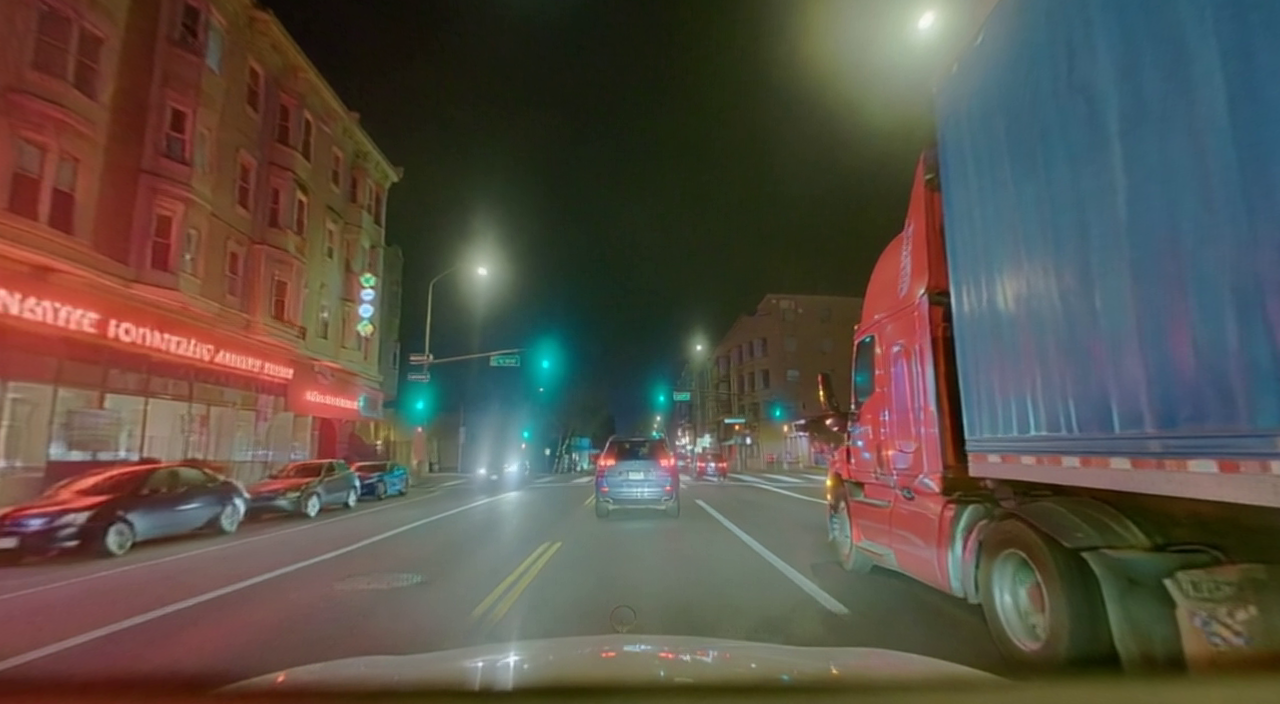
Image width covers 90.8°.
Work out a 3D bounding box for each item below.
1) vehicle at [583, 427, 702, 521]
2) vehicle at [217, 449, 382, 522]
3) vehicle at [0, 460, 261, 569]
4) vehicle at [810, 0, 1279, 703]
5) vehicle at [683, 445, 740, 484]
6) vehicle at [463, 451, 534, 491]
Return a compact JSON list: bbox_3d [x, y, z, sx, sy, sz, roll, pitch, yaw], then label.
[{"bbox_3d":[0.102,2.710,14.593,2.283,1.783,4.548,-1,-8,1],"label":"vehicle"},{"bbox_3d":[-8.940,3.488,17.146,2.084,1.686,4.422,0,-8,-1],"label":"vehicle"},{"bbox_3d":[-8.800,2.648,11.034,1.805,1.379,4.359,0,-8,-2],"label":"vehicle"},{"bbox_3d":[3.289,-0.178,1.630,2.913,3.771,9.716,0,-8,0],"label":"vehicle"},{"bbox_3d":[3.326,5.349,30.316,2.159,1.696,4.316,0,-8,-1],"label":"vehicle"},{"bbox_3d":[-5.937,5.017,27.033,1.947,1.462,4.640,0,-8,0],"label":"vehicle"}]
